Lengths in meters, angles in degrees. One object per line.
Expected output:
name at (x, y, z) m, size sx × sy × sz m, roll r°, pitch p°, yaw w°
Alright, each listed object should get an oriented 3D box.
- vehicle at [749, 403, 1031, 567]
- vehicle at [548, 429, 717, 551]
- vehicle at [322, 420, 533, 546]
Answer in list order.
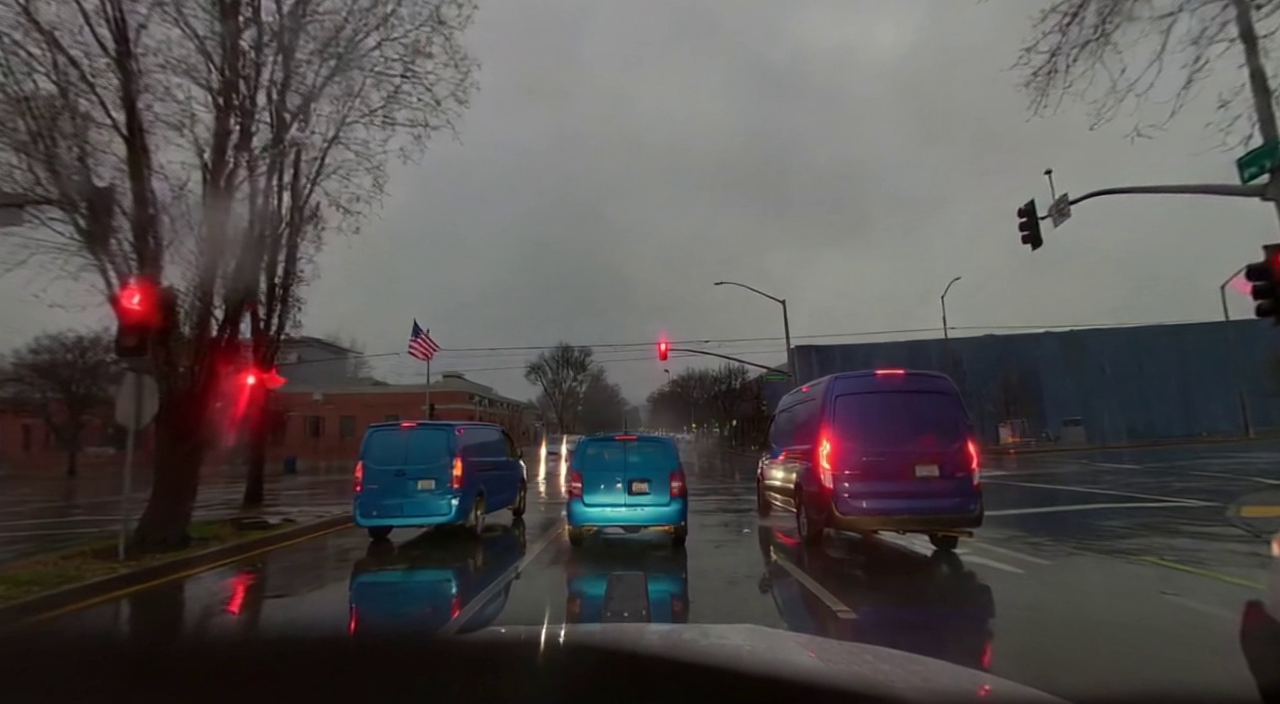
vehicle at (3.068, 1.760, 9.035) m, size 2.178 × 1.746 × 4.400 m, roll 0°, pitch -9°, yaw -1°
vehicle at (-0.113, 2.035, 9.984) m, size 2.098 × 1.494 × 4.118 m, roll 0°, pitch -9°, yaw -1°
vehicle at (-3.221, 2.069, 10.578) m, size 2.024 × 1.677 × 3.998 m, roll 0°, pitch -9°, yaw 2°
